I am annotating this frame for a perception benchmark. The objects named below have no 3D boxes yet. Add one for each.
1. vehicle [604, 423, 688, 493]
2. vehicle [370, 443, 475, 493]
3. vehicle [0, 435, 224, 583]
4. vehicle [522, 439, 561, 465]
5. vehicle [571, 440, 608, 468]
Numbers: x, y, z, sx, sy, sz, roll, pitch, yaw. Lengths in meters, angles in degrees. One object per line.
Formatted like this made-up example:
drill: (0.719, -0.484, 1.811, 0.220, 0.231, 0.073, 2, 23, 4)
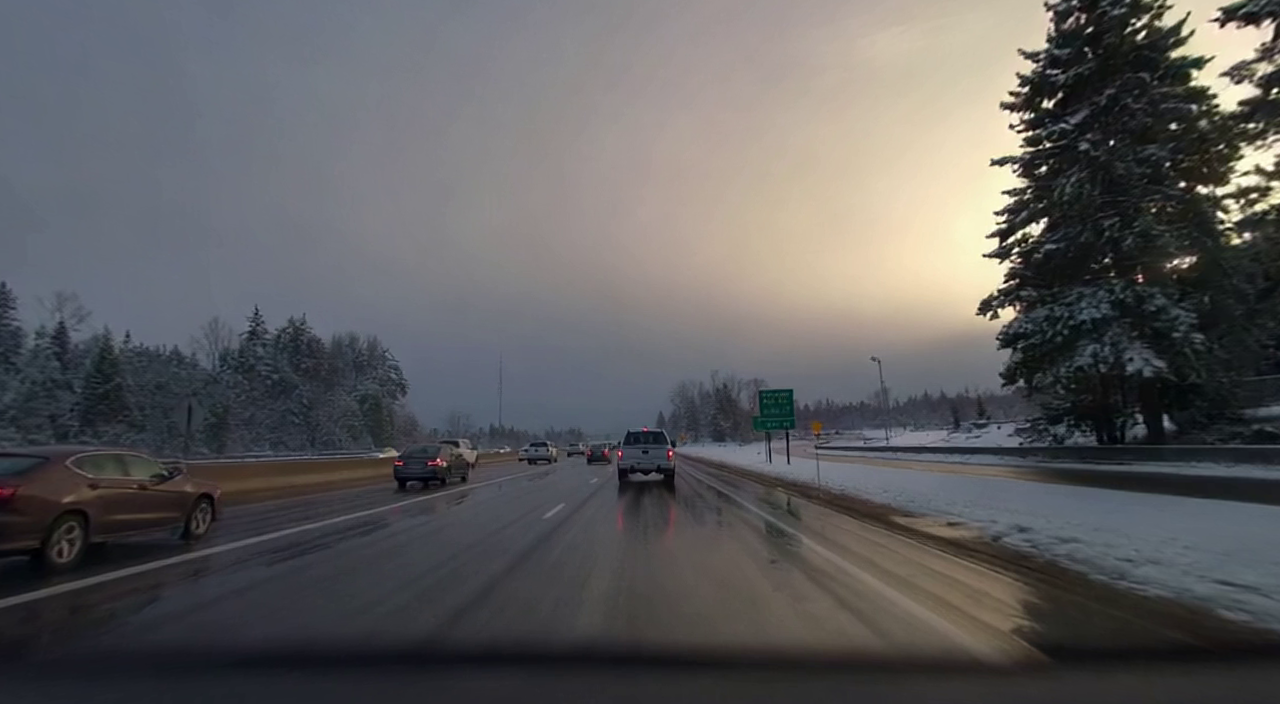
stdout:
vehicle: (0.170, 3.032, 18.203, 2.152, 1.779, 3.924, 0, -9, 1)
vehicle: (-7.028, 3.770, 20.861, 1.869, 1.466, 4.217, 0, -9, 1)
vehicle: (-7.298, 1.735, 7.410, 1.864, 1.458, 4.295, 0, -9, 0)
vehicle: (-7.159, 7.333, 46.444, 2.106, 1.816, 4.936, 0, -9, 0)
vehicle: (-3.151, 6.440, 39.981, 1.952, 1.649, 4.131, 0, -9, 1)
